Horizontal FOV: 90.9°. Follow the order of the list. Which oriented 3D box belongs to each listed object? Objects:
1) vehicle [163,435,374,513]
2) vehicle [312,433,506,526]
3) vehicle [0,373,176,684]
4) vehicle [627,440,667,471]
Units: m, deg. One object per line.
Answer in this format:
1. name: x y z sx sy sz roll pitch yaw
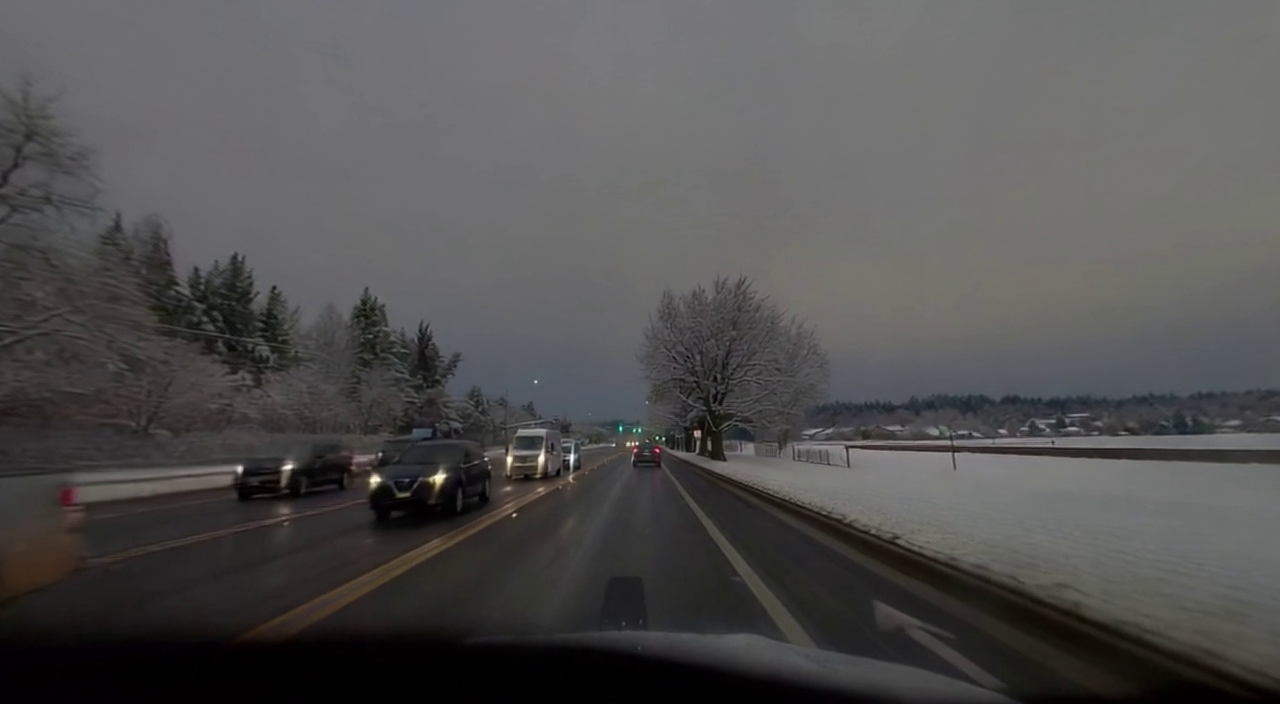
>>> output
1. vehicle: -8.339 2.751 14.872 1.893 1.495 4.974 0 -8 1
2. vehicle: -4.223 2.388 12.464 2.121 1.485 4.363 0 -8 1
3. vehicle: -4.619 0.842 2.508 2.042 1.713 4.493 -1 -8 1
4. vehicle: 0.362 5.164 31.644 1.875 1.453 3.888 0 -8 0
